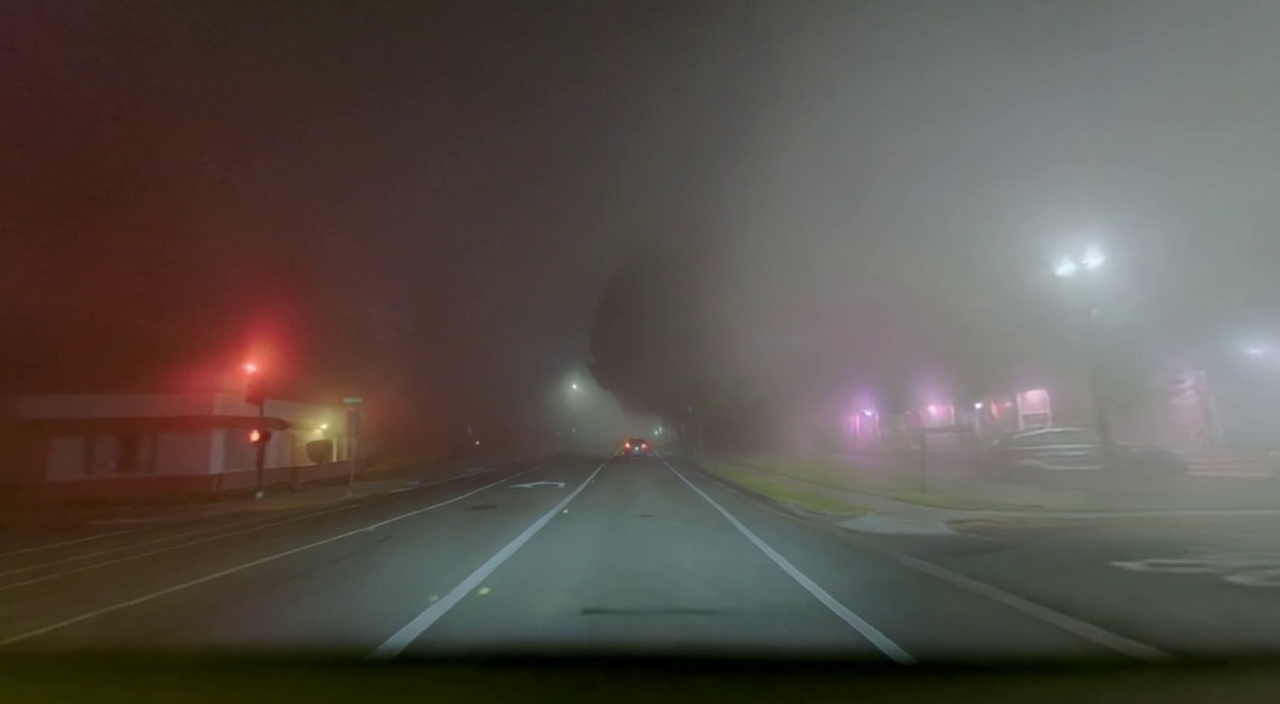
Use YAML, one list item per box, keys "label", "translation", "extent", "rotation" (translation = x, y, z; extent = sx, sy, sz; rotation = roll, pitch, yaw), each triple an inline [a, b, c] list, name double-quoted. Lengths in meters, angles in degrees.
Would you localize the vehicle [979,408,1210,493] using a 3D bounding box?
- label: "vehicle"
  translation: [11.083, 2.602, 15.955]
  extent: [2.001, 1.744, 4.449]
  rotation: [-1, -12, -9]
